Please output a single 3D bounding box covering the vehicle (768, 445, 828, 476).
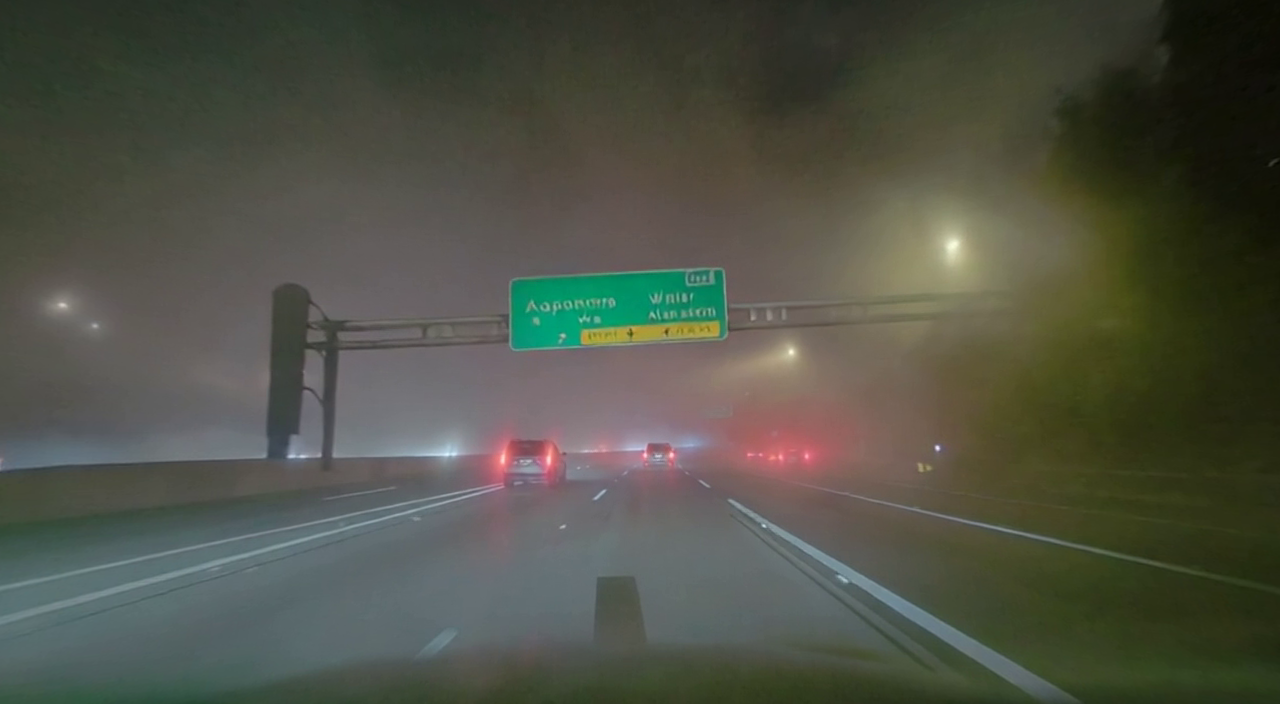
[{"bbox_3d":[8.071,5.571,32.507,1.936,1.480,4.373,0,-9,0],"label":"vehicle"}]

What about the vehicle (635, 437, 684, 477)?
[{"bbox_3d":[0.969,5.250,31.713,2.270,1.862,4.949,0,-9,1],"label":"vehicle"}]

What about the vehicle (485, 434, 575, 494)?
[{"bbox_3d":[-3.537,3.706,21.160,2.142,1.759,4.297,0,-9,2],"label":"vehicle"}]

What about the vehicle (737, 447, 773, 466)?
[{"bbox_3d":[8.876,8.102,48.933,2.005,1.456,4.287,0,-9,0],"label":"vehicle"}]
